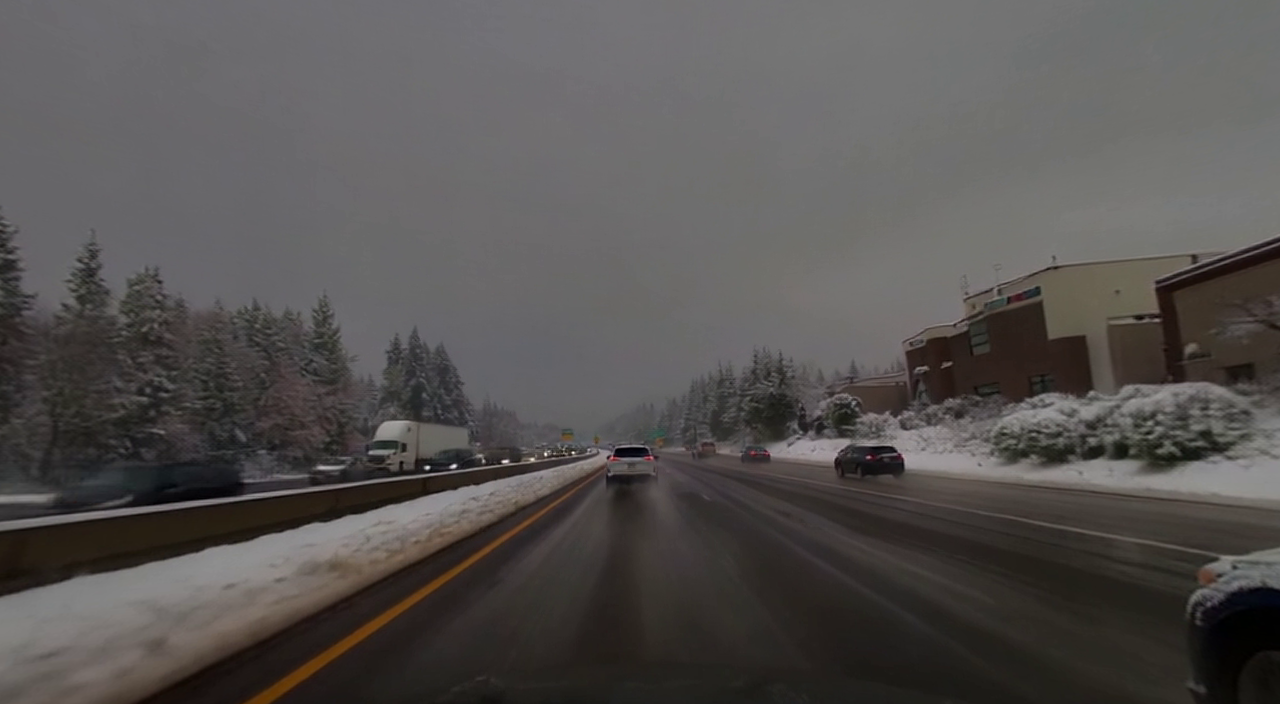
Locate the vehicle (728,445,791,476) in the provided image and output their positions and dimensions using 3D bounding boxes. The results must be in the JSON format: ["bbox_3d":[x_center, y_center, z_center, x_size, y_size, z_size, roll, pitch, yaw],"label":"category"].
[{"bbox_3d":[6.010,5.489,32.285,1.934,1.461,4.368,1,-9,-6],"label":"vehicle"}]

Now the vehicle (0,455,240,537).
[{"bbox_3d":[-11.439,3.088,14.216,1.876,1.462,4.584,0,-9,0],"label":"vehicle"}]

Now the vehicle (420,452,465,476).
[{"bbox_3d":[-14.740,8.382,47.425,1.952,1.650,4.414,0,-9,0],"label":"vehicle"}]

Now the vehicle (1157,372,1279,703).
[{"bbox_3d":[3.314,0.635,0.852,1.967,1.547,3.777,0,-9,0],"label":"vehicle"}]

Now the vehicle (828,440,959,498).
[{"bbox_3d":[7.188,3.333,18.467,1.958,1.473,4.201,0,-9,-2],"label":"vehicle"}]

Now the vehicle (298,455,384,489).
[{"bbox_3d":[-14.830,5.962,31.654,1.924,1.472,4.767,0,-9,1],"label":"vehicle"}]

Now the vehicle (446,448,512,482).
[{"bbox_3d":[-8.241,5.808,32.841,2.069,1.613,4.660,0,-9,2],"label":"vehicle"}]

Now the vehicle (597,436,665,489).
[{"bbox_3d":[-0.337,4.120,23.915,2.298,1.809,4.359,0,-8,-1],"label":"vehicle"}]

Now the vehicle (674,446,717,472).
[{"bbox_3d":[3.288,6.449,38.424,2.115,1.481,3.968,0,-9,-2],"label":"vehicle"}]

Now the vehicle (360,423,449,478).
[{"bbox_3d":[-18.292,7.753,49.937,3.068,3.921,9.552,0,-9,1],"label":"vehicle"}]
